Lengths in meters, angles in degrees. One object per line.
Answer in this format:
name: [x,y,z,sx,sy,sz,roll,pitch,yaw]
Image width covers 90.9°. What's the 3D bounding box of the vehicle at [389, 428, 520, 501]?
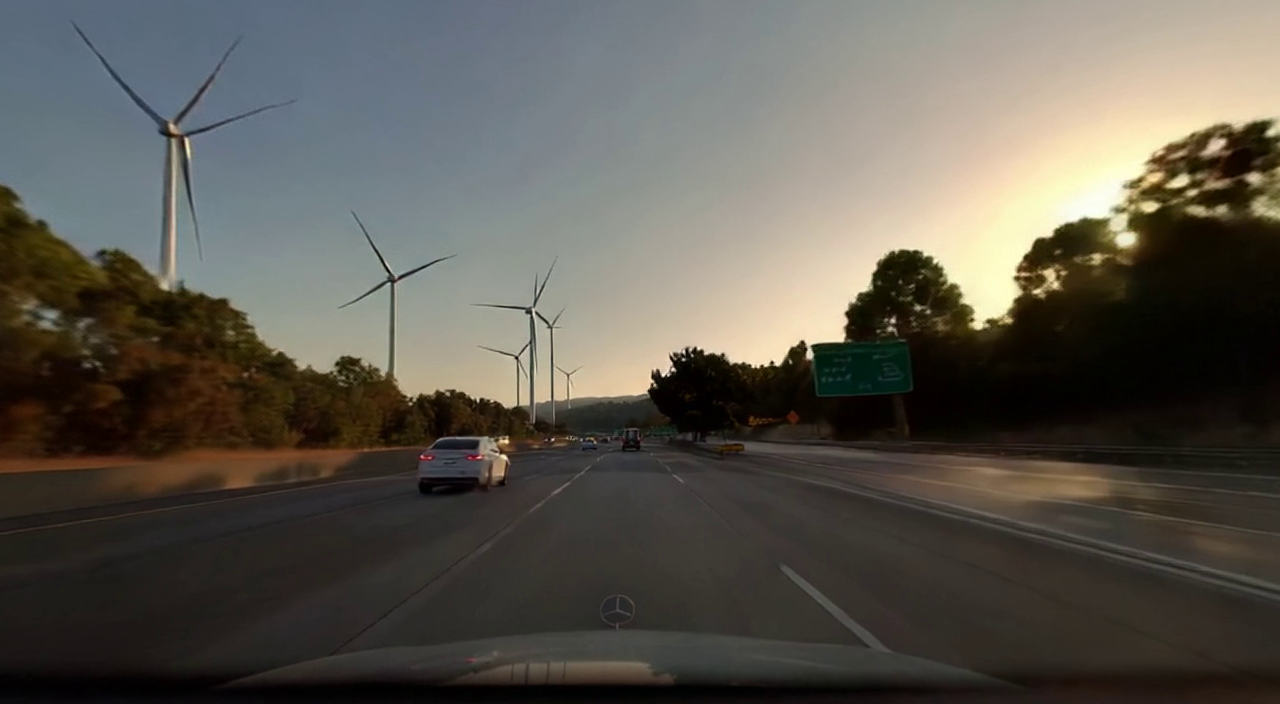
vehicle: [-4.246,2.613,15.159,1.950,1.511,3.965,0,-8,0]
